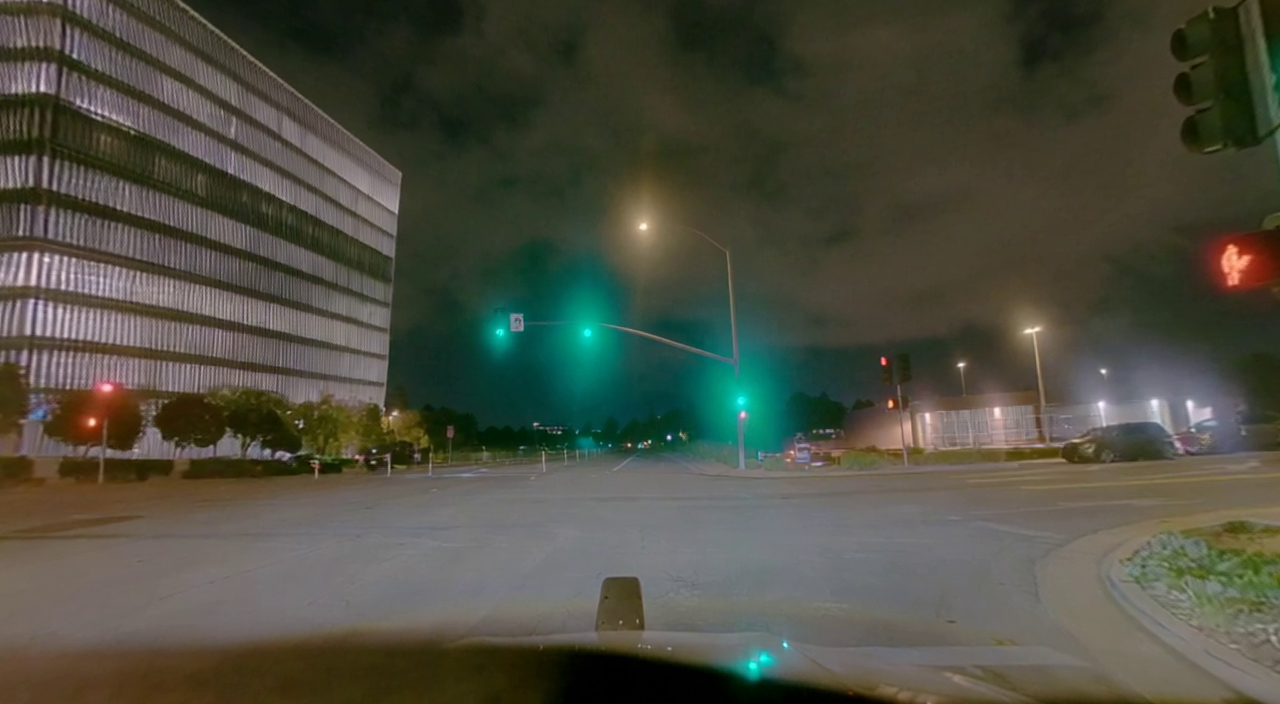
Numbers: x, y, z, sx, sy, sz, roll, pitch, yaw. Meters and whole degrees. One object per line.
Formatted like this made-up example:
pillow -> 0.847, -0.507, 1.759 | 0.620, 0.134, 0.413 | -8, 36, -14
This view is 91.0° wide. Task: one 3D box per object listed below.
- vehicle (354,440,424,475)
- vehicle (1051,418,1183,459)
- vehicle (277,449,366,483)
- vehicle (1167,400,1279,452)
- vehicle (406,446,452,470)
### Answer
vehicle -> -14.877, 6.292, 37.688 | 2.091, 1.915, 5.040 | 0, -9, 0
vehicle -> 19.075, 3.520, 25.494 | 1.834, 1.480, 4.458 | 0, -9, -1
vehicle -> -14.804, 5.299, 29.573 | 1.790, 1.437, 4.349 | 0, -9, 2
vehicle -> 24.414, 3.020, 25.173 | 2.109, 1.836, 5.080 | -2, -10, -1
vehicle -> -15.119, 7.603, 45.297 | 1.932, 1.605, 4.146 | 1, -9, -1
